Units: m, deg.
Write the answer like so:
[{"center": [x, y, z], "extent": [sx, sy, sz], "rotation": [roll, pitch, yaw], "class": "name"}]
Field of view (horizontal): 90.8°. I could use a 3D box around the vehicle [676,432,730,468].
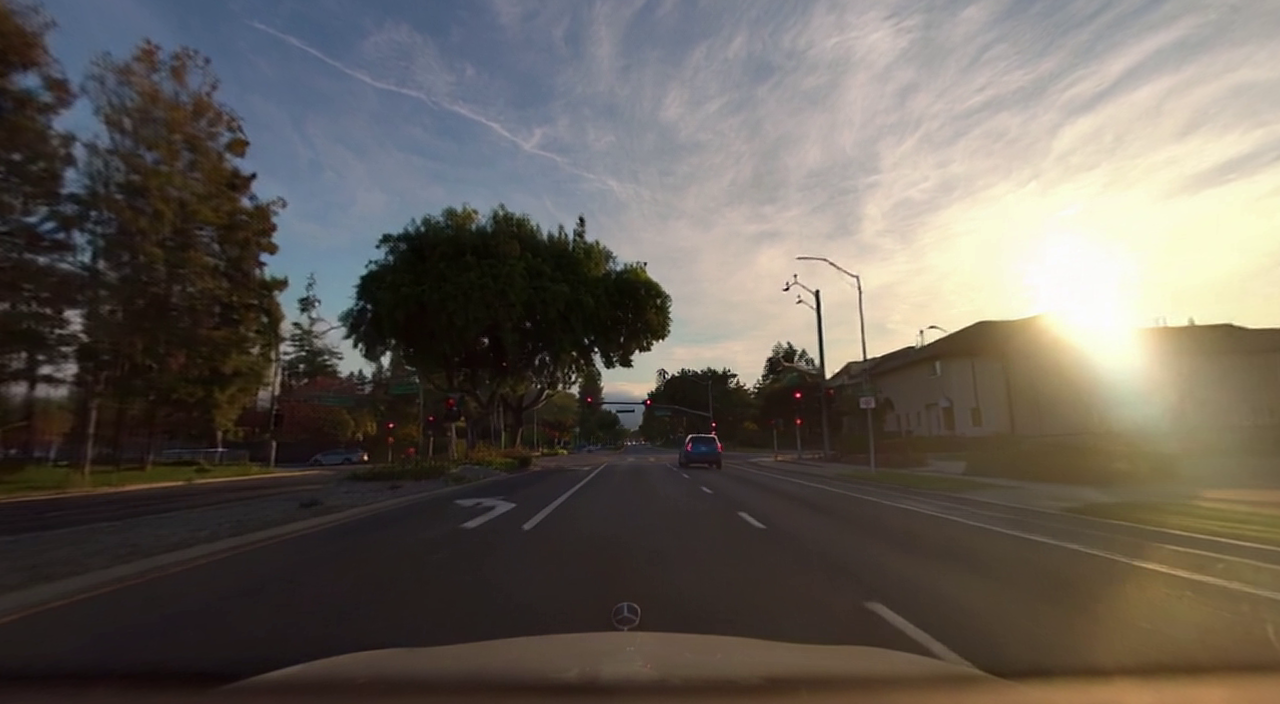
[{"center": [3.321, 5.328, 34.294], "extent": [2.229, 1.795, 4.927], "rotation": [0, -9, -2], "class": "vehicle"}]
